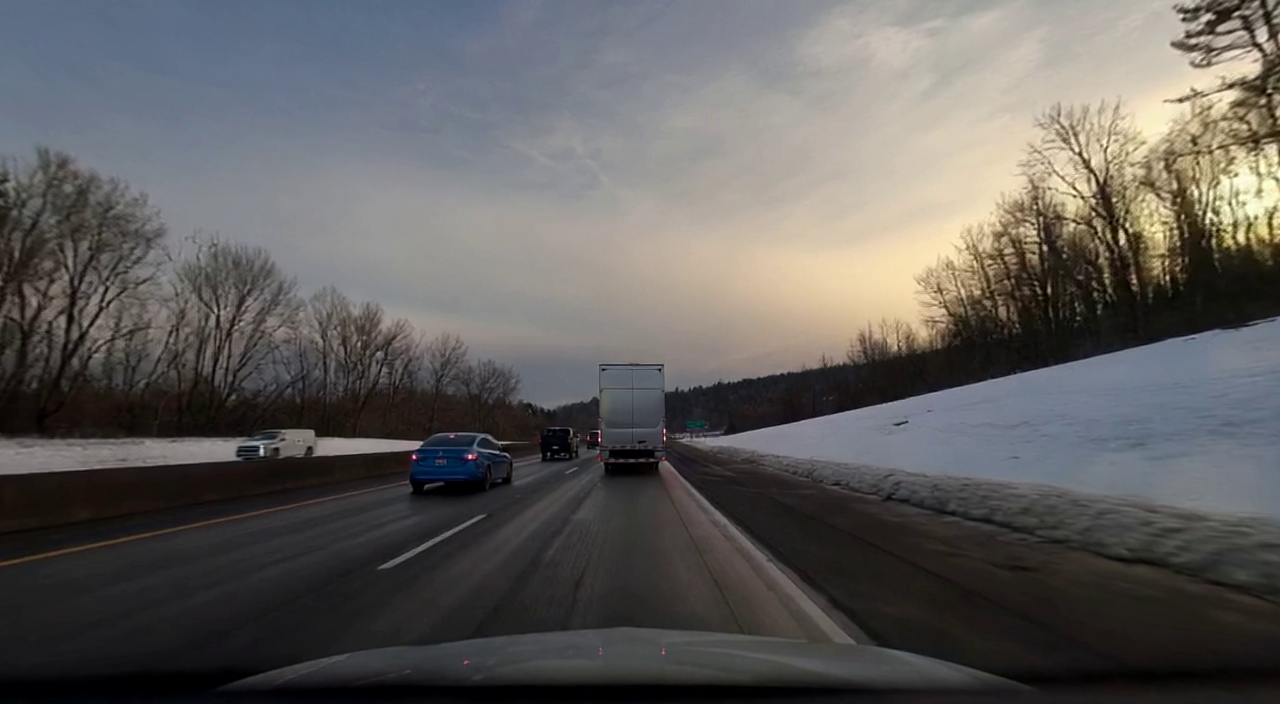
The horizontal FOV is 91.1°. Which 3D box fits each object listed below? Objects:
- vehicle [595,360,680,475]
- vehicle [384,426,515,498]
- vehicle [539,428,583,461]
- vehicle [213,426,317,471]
[{"bbox_3d":[-0.228,2.977,27.258,2.953,4.041,10.072,0,-8,-2],"label":"vehicle"},{"bbox_3d":[-4.612,2.704,15.986,1.931,1.539,4.441,0,-8,0],"label":"vehicle"},{"bbox_3d":[-4.616,5.451,37.302,2.019,1.834,4.644,0,-8,0],"label":"vehicle"},{"bbox_3d":[-18.617,4.797,31.550,2.172,2.024,4.847,0,-8,1],"label":"vehicle"}]
